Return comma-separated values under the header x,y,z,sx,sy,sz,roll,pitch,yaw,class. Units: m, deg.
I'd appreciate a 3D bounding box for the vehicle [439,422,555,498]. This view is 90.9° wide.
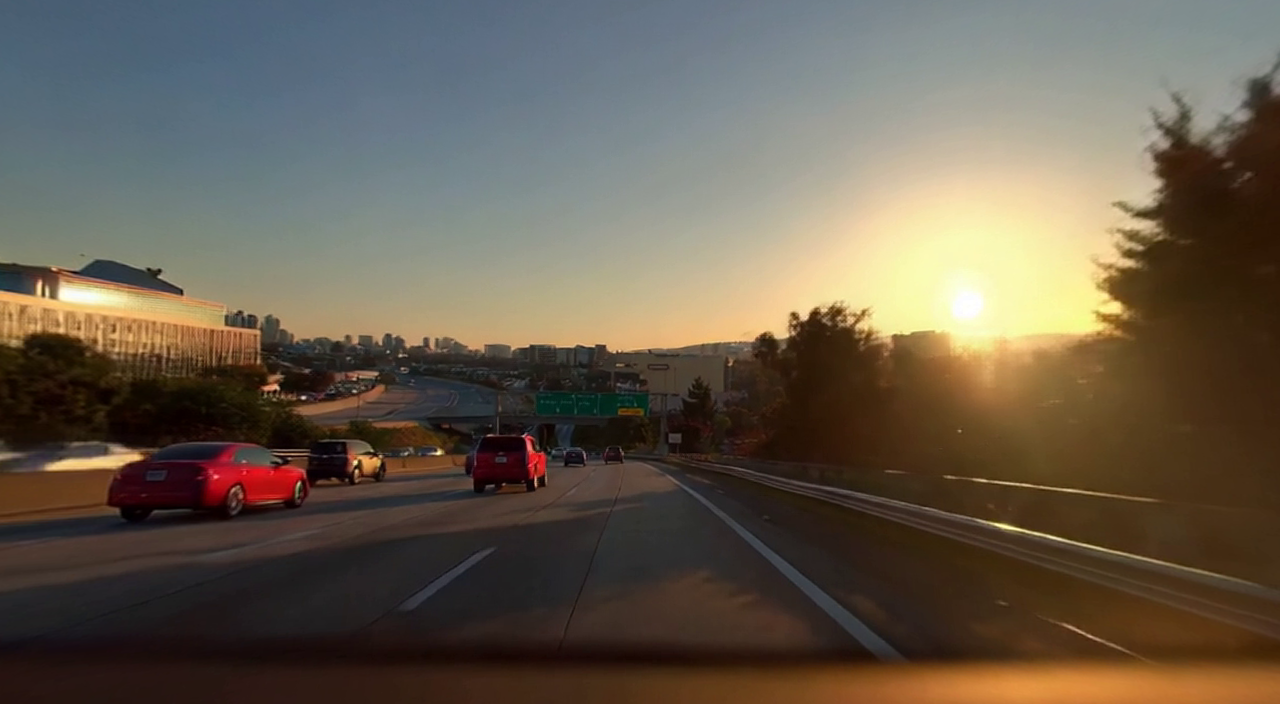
x,y,z,sx,sy,sz,roll,pitch,yaw,class
-4.111,3.225,19.261,2.301,1.985,5.247,0,-8,0,vehicle

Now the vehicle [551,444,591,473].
x,y,z,sx,sy,sz,roll,pitch,yaw,class
-4.067,6.330,37.601,1.955,1.614,3.817,0,-8,-1,vehicle

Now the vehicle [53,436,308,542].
x,y,z,sx,sy,sz,roll,pitch,yaw,class
-7.521,2.217,10.819,1.796,1.509,3.393,0,-8,-1,vehicle

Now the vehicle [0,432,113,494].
x,y,z,sx,sy,sz,roll,pitch,yaw,class
-20.559,3.534,20.253,2.224,1.888,5.868,0,-8,-1,vehicle

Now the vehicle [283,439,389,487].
x,y,z,sx,sy,sz,roll,pitch,yaw,class
-11.701,4.267,24.656,1.919,1.665,4.394,0,-8,0,vehicle
